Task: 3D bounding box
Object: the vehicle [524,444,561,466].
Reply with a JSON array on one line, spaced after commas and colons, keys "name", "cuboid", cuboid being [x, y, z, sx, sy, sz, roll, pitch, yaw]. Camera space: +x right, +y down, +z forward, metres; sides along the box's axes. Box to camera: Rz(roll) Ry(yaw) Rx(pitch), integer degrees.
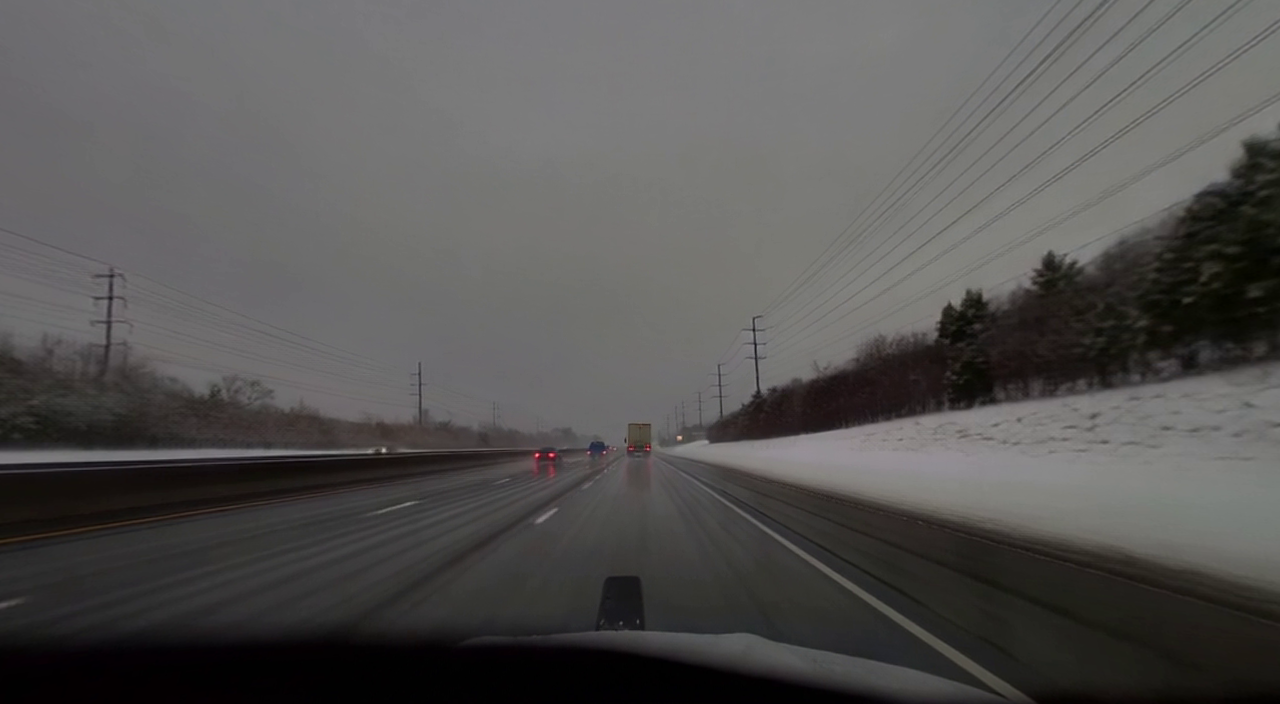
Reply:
[{"name": "vehicle", "cuboid": [-7.246, 7.768, 47.440, 2.066, 1.558, 4.607, 0, -9, 0]}]
